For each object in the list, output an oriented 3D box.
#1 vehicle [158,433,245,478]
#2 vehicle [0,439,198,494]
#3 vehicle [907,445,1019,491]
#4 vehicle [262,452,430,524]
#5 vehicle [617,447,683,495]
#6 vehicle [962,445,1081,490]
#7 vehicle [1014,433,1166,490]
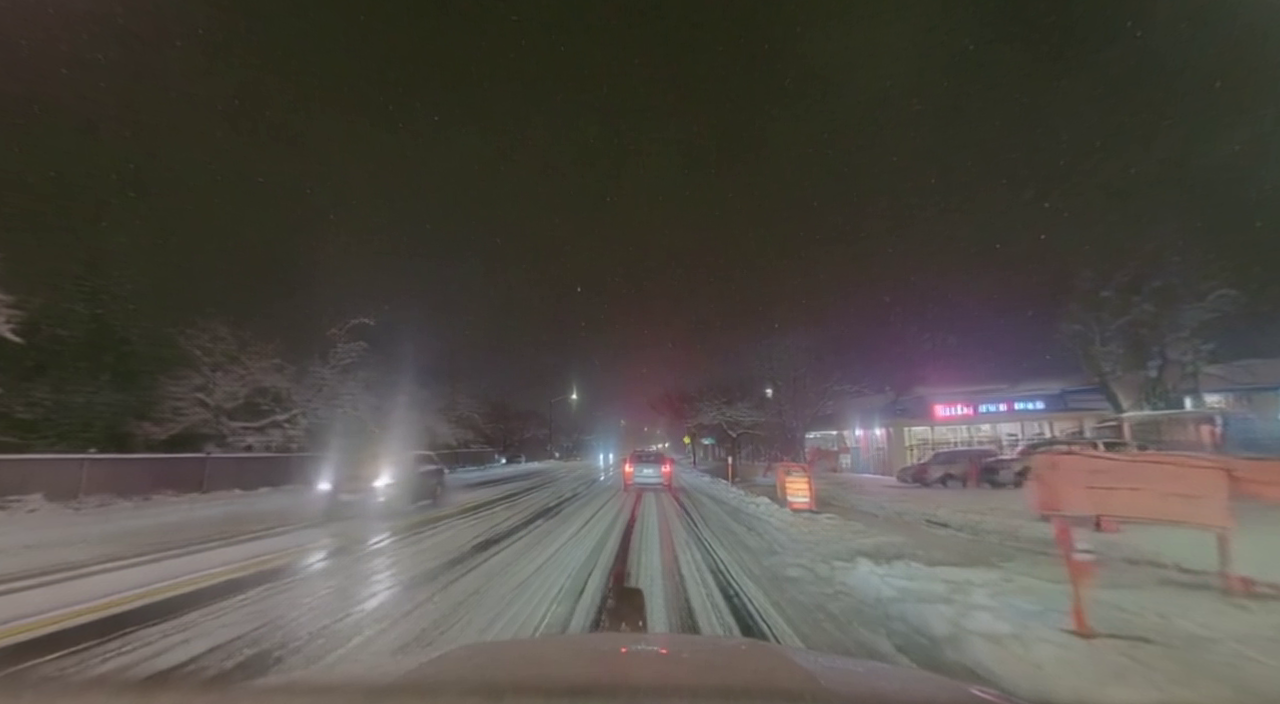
[{"bbox_3d":[-30.028,7.095,43.150,2.502,2.916,4.293,0,-9,5],"label":"vehicle"},{"bbox_3d":[-27.895,5.224,29.167,2.951,2.274,15.187,0,-9,4],"label":"vehicle"},{"bbox_3d":[11.816,4.249,23.368,1.970,1.501,4.514,0,-9,3],"label":"vehicle"},{"bbox_3d":[-7.038,3.257,15.647,2.034,1.499,4.236,0,-9,2],"label":"vehicle"},{"bbox_3d":[0.322,4.204,22.528,2.144,1.514,4.063,0,-9,0],"label":"vehicle"},{"bbox_3d":[14.112,4.261,23.566,1.897,1.511,4.250,0,-9,2],"label":"vehicle"},{"bbox_3d":[16.084,3.944,22.834,2.101,1.825,4.700,0,-9,2],"label":"vehicle"}]
